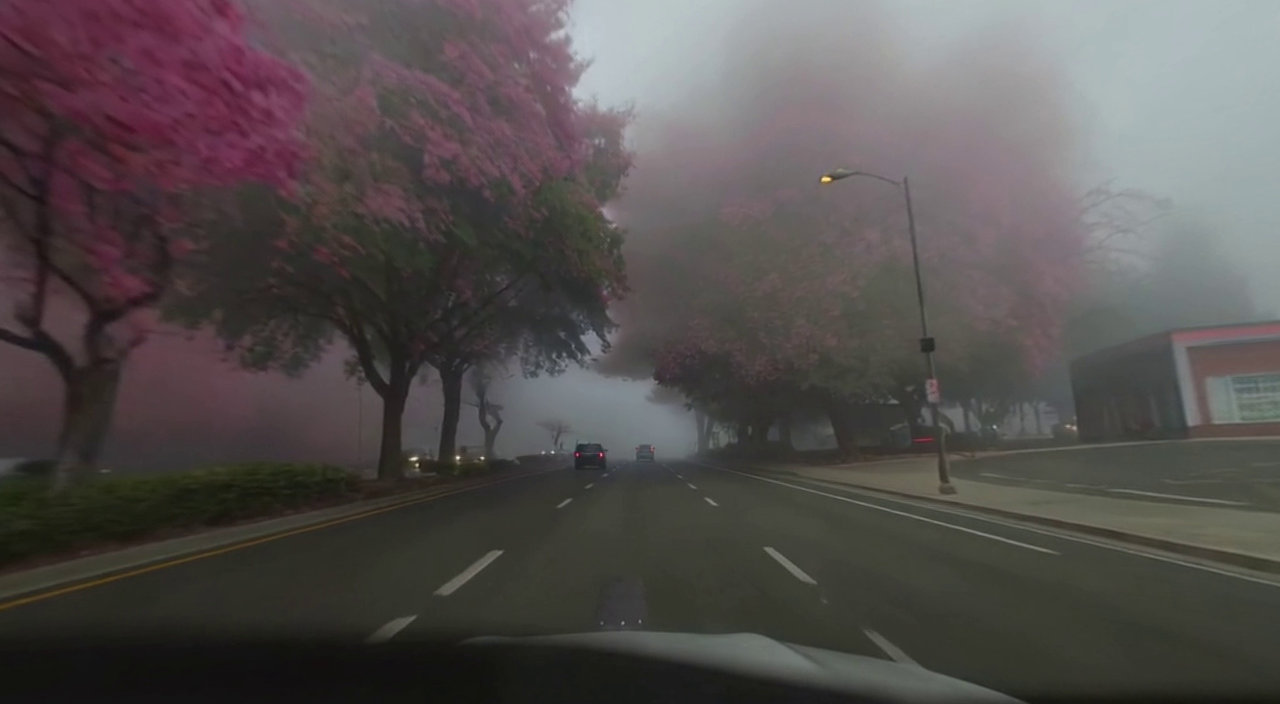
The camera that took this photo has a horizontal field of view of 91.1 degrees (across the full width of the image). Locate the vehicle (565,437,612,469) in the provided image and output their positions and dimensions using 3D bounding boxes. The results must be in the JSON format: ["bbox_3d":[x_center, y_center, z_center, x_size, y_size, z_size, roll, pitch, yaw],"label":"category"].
[{"bbox_3d":[-3.155,6.366,39.769,2.453,1.844,4.751,0,-8,1],"label":"vehicle"}]

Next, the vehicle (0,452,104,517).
[{"bbox_3d":[-18.273,3.716,17.754,2.111,1.702,4.543,0,-8,1],"label":"vehicle"}]

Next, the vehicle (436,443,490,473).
[{"bbox_3d":[-11.411,6.840,40.869,2.049,1.797,4.679,0,-8,1],"label":"vehicle"}]
